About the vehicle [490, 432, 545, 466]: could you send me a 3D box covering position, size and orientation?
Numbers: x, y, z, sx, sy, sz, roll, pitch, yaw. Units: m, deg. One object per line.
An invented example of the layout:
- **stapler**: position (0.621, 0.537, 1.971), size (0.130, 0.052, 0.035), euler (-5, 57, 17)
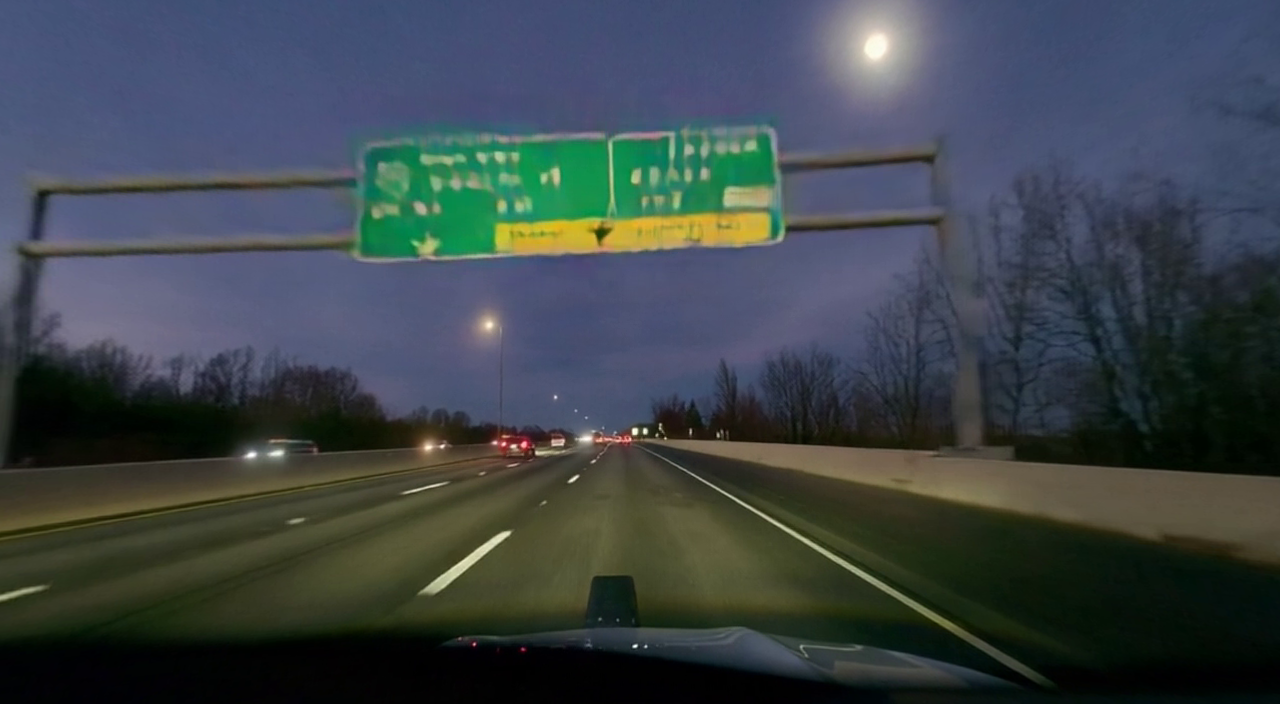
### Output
- **vehicle**: position (-5.841, 4.654, 30.439), size (1.988, 1.505, 4.044), euler (0, -8, -2)

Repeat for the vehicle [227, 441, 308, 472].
- **vehicle**: position (-19.716, 5.531, 33.514), size (1.830, 1.500, 4.153), euler (0, -8, -1)
